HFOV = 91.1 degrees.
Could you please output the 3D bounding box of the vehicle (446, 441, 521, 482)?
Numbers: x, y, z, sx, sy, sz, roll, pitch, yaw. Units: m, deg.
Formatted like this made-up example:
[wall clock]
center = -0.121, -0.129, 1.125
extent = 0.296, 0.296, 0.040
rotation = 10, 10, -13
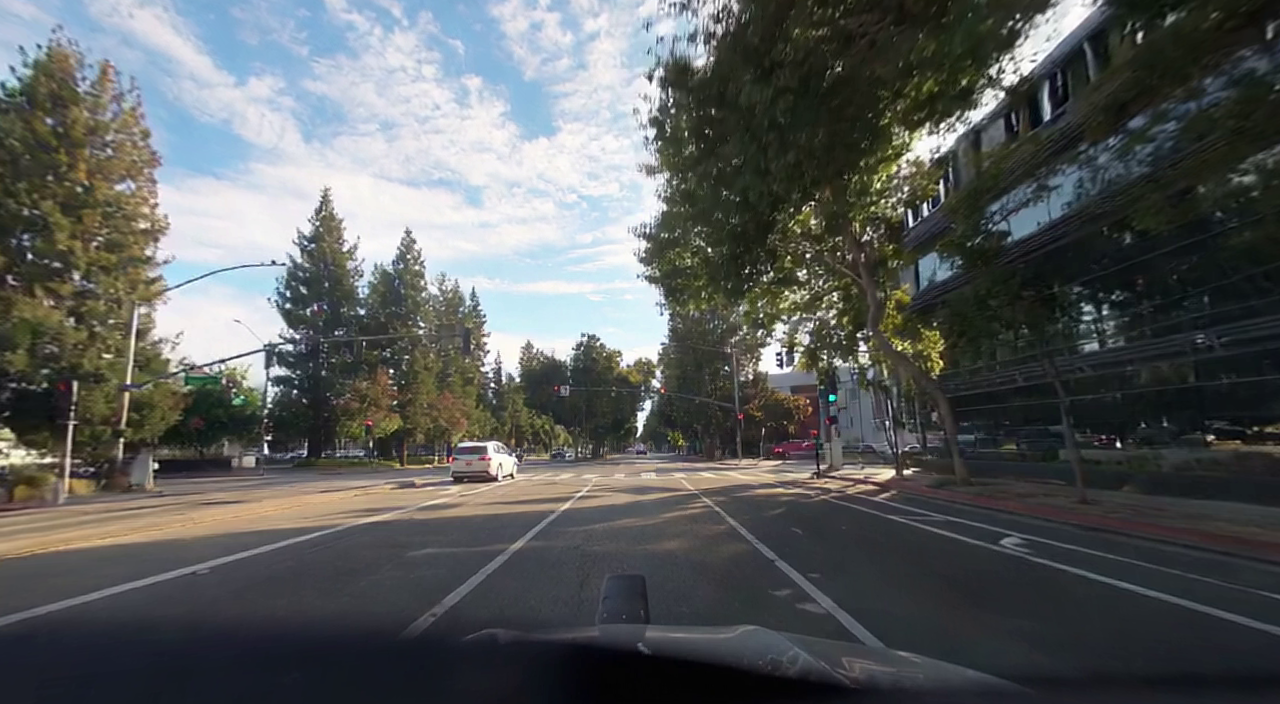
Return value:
[vehicle]
center = -6.446, 4.553, 26.447
extent = 1.876, 1.570, 4.980
rotation = 0, -9, 0
